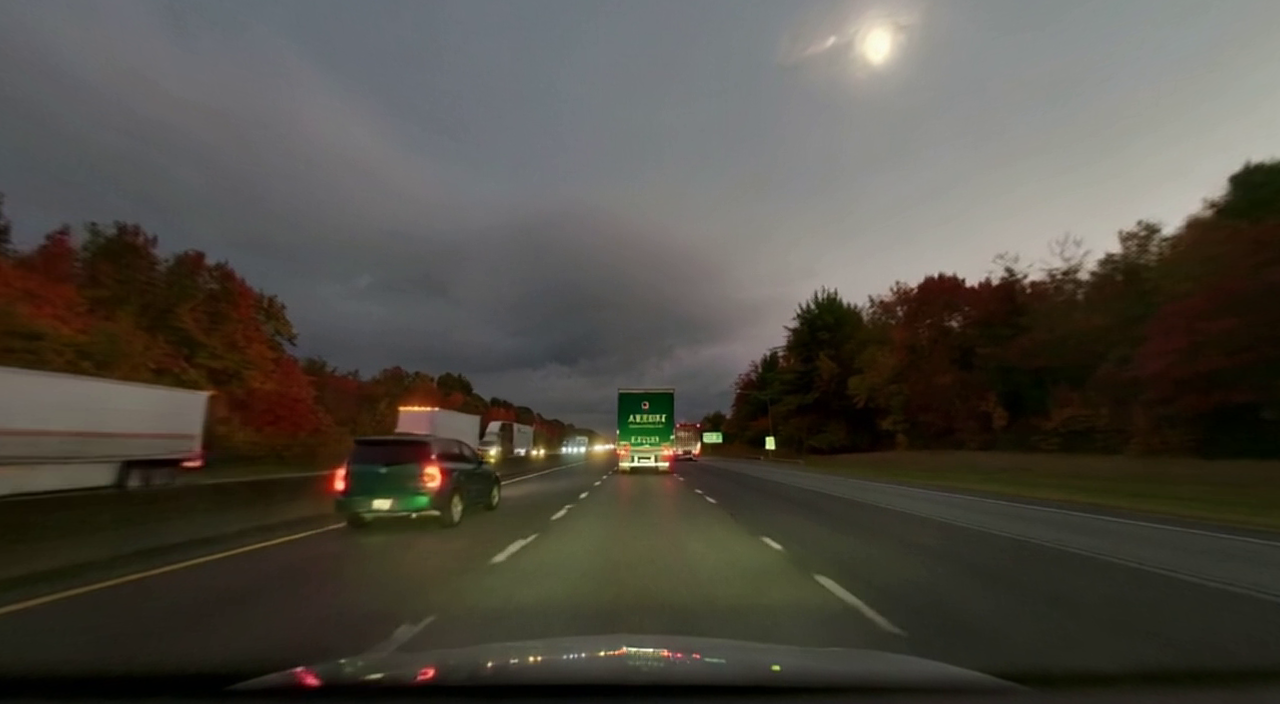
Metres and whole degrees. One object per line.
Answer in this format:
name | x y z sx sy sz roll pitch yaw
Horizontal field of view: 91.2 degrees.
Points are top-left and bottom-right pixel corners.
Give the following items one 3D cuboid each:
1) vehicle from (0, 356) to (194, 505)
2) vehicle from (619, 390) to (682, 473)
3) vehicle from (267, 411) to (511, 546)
vehicle | -20.188 2.401 18.977 3.098 4.280 13.902 0 -9 0
vehicle | 0.496 4.701 36.222 3.057 4.073 10.792 0 -9 0
vehicle | -3.704 1.969 10.404 2.097 1.711 4.594 0 -9 0
